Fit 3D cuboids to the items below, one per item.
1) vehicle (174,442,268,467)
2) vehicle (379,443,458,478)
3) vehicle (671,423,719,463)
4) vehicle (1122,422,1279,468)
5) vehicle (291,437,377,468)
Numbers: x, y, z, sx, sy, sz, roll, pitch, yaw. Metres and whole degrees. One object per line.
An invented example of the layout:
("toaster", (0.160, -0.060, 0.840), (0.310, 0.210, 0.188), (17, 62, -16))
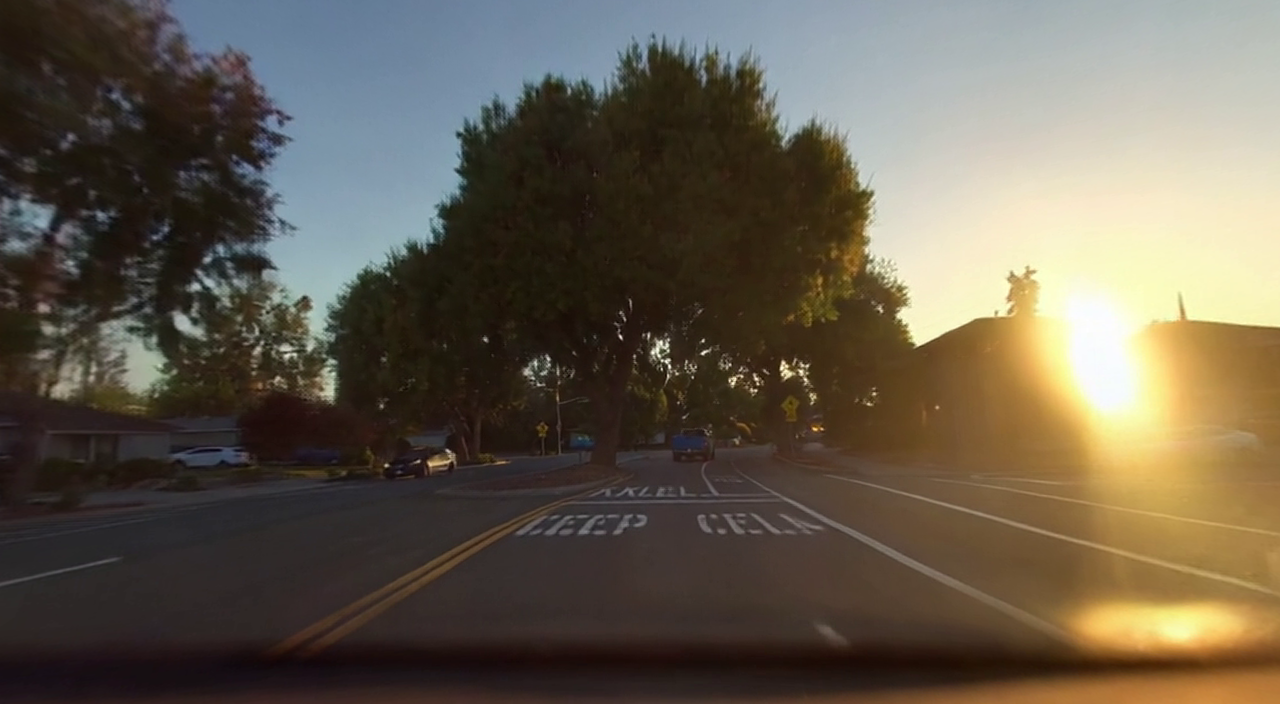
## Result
("vehicle", (-24.788, 6.082, 37.459), (4.268, 1.409, 1.897), (-1, -8, 3))
("vehicle", (-11.282, 5.534, 32.539), (1.873, 1.508, 4.483), (-3, -7, 9))
("vehicle", (2.978, 4.844, 33.571), (2.153, 1.942, 4.767), (-2, -8, 9))
("vehicle", (19.433, 3.185, 21.612), (4.155, 1.456, 2.034), (-1, -8, 2))
("vehicle", (-18.310, 6.023, 37.904), (4.168, 1.735, 1.925), (-1, -8, 3))
